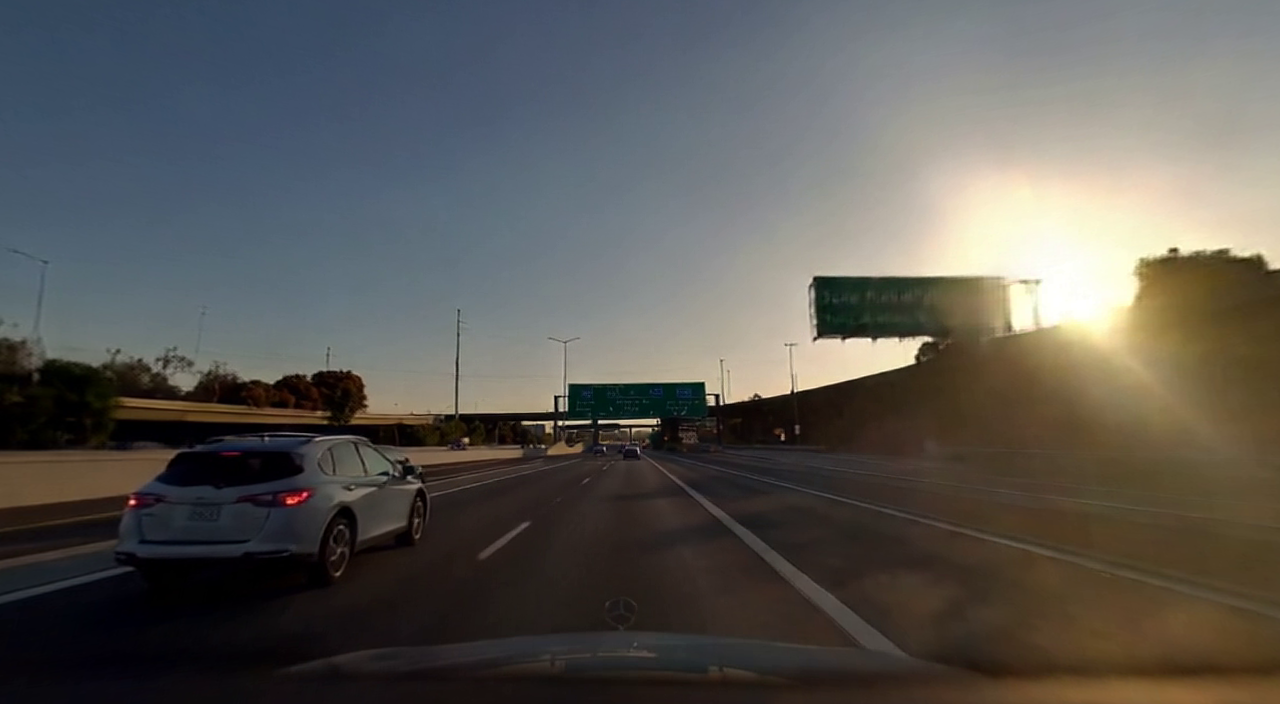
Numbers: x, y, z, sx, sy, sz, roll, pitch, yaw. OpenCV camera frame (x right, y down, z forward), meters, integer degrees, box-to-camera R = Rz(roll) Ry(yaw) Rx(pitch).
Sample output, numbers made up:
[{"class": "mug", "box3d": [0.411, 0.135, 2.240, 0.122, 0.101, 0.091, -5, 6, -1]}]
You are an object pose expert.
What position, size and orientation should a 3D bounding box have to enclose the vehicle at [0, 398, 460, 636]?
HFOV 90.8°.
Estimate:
[{"class": "vehicle", "box3d": [-3.650, 1.509, 6.788, 2.178, 1.699, 4.321, 0, -8, 0]}]
